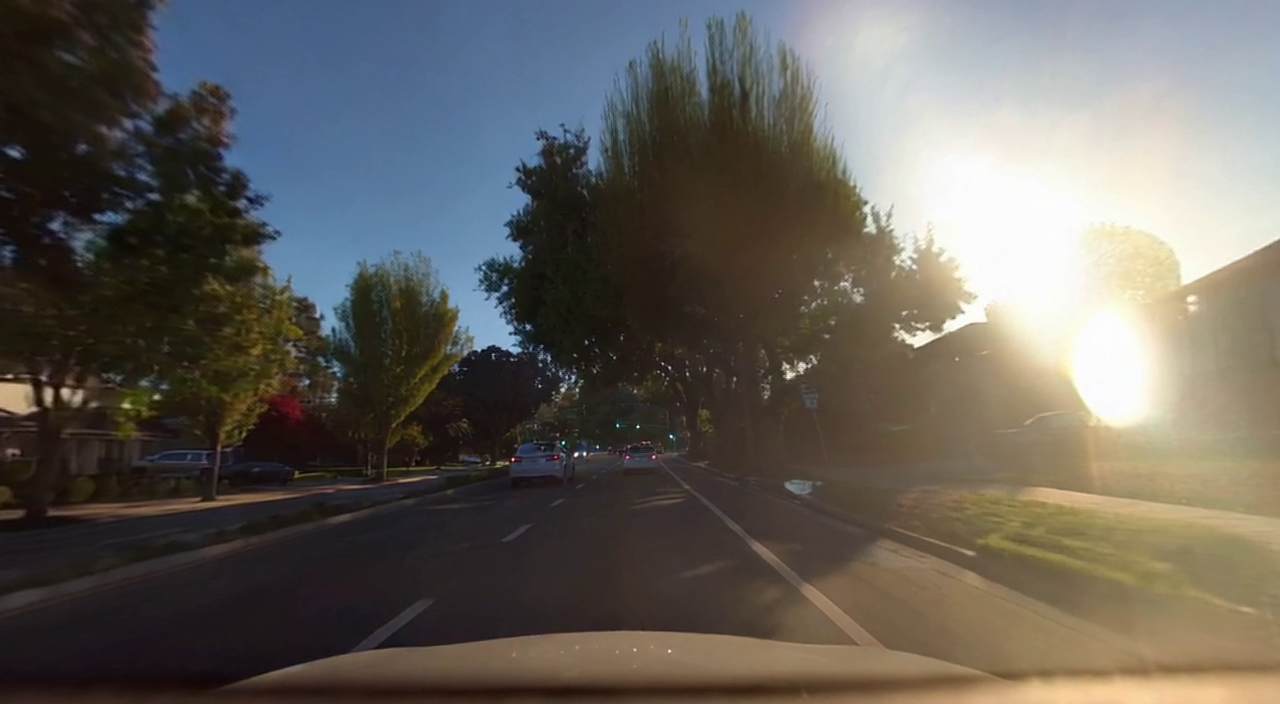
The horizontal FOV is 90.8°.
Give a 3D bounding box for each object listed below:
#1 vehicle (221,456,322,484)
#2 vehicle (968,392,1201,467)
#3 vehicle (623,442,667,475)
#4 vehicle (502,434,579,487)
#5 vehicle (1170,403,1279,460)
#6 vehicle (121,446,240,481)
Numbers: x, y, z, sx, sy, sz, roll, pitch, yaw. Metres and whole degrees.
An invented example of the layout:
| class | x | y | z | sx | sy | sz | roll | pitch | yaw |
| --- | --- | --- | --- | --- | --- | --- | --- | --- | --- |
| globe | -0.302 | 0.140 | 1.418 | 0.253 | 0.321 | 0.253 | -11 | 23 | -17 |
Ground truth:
| class | x | y | z | sx | sy | sz | roll | pitch | yaw |
| --- | --- | --- | --- | --- | --- | --- | --- | --- | --- |
| vehicle | -21.933 | 7.007 | 37.733 | 4.792 | 1.551 | 1.931 | 0 | -8 | -1 |
| vehicle | 15.599 | 2.767 | 22.498 | 6.374 | 2.098 | 2.415 | -4 | -8 | -1 |
| vehicle | 0.257 | 5.265 | 31.564 | 2.062 | 1.518 | 3.901 | 0 | -8 | 0 |
| vehicle | -3.591 | 4.005 | 23.725 | 2.157 | 1.771 | 4.452 | 0 | -8 | 0 |
| vehicle | 17.880 | 2.196 | 17.429 | 4.522 | 1.495 | 2.071 | -1 | -8 | 4 |
| vehicle | -27.656 | 6.708 | 38.170 | 5.466 | 1.963 | 2.174 | 0 | -8 | 0 |
